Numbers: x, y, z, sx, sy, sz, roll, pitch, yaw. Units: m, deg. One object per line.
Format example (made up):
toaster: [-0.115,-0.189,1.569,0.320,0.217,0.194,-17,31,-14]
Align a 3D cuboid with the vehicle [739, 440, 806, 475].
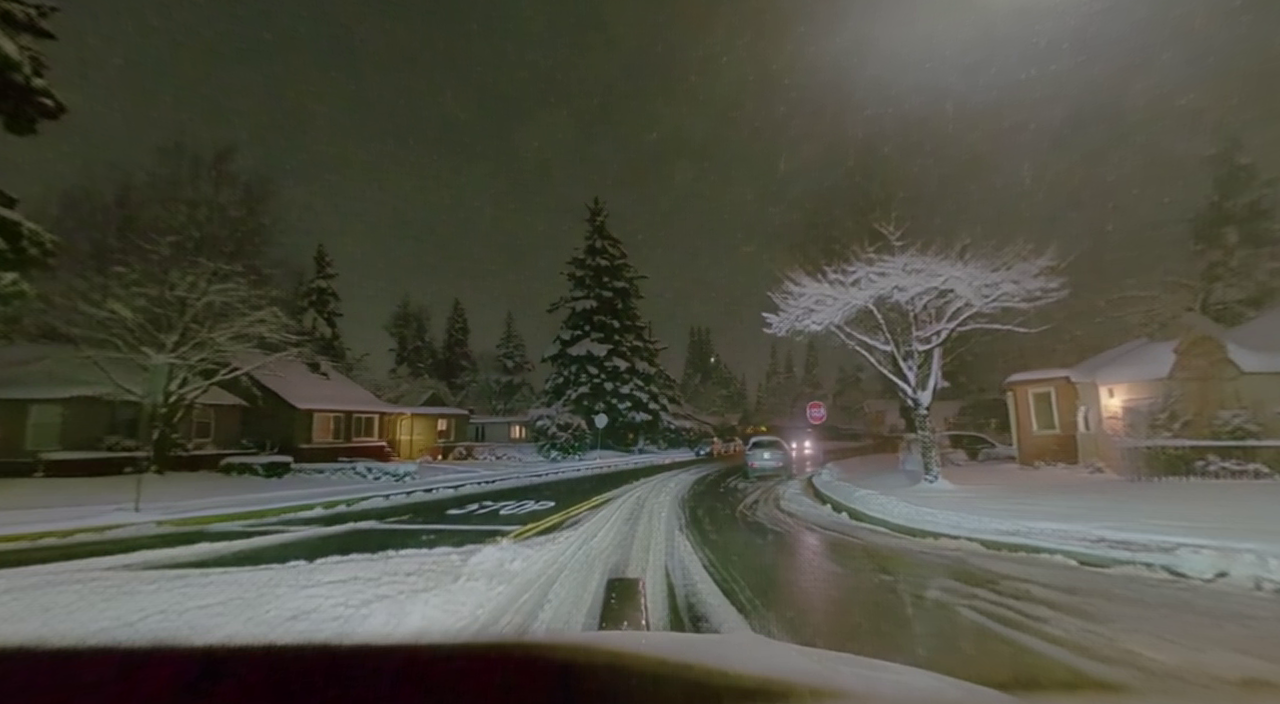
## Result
vehicle: [6.953,5.423,32.610,2.692,1.649,4.689,-3,-9,20]
